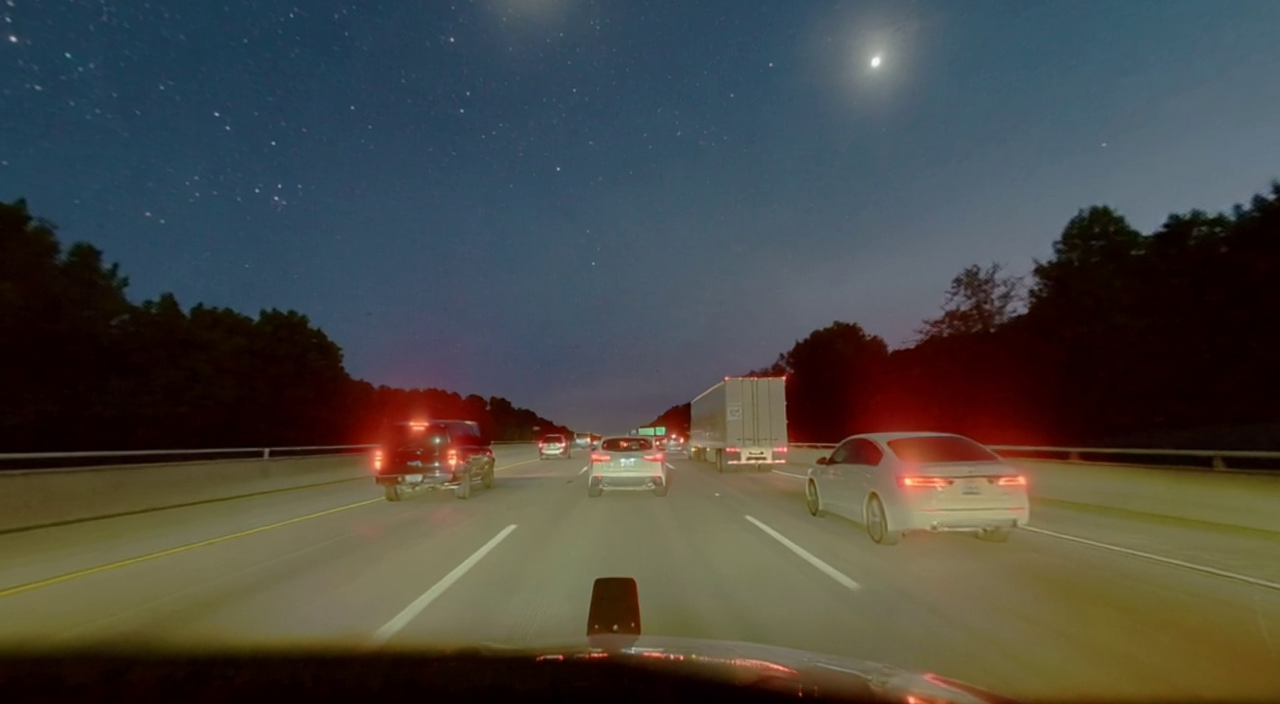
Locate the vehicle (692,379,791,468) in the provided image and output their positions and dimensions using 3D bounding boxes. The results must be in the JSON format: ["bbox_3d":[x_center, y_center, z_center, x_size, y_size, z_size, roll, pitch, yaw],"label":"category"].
[{"bbox_3d":[5.286,4.260,36.311,2.888,4.135,14.071,0,-8,-2],"label":"vehicle"}]

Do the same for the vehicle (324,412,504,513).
[{"bbox_3d":[-4.515,2.274,13.531,2.101,1.767,4.702,0,-8,0],"label":"vehicle"}]

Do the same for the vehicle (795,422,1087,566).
[{"bbox_3d":[3.634,1.754,8.597,1.951,1.477,3.963,0,-8,-1],"label":"vehicle"}]

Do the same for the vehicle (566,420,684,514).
[{"bbox_3d":[-0.293,2.296,13.076,2.083,1.647,3.799,0,-8,-1],"label":"vehicle"}]

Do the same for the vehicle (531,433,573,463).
[{"bbox_3d":[-5.169,5.689,37.542,1.971,1.648,3.983,0,-8,-1],"label":"vehicle"}]
